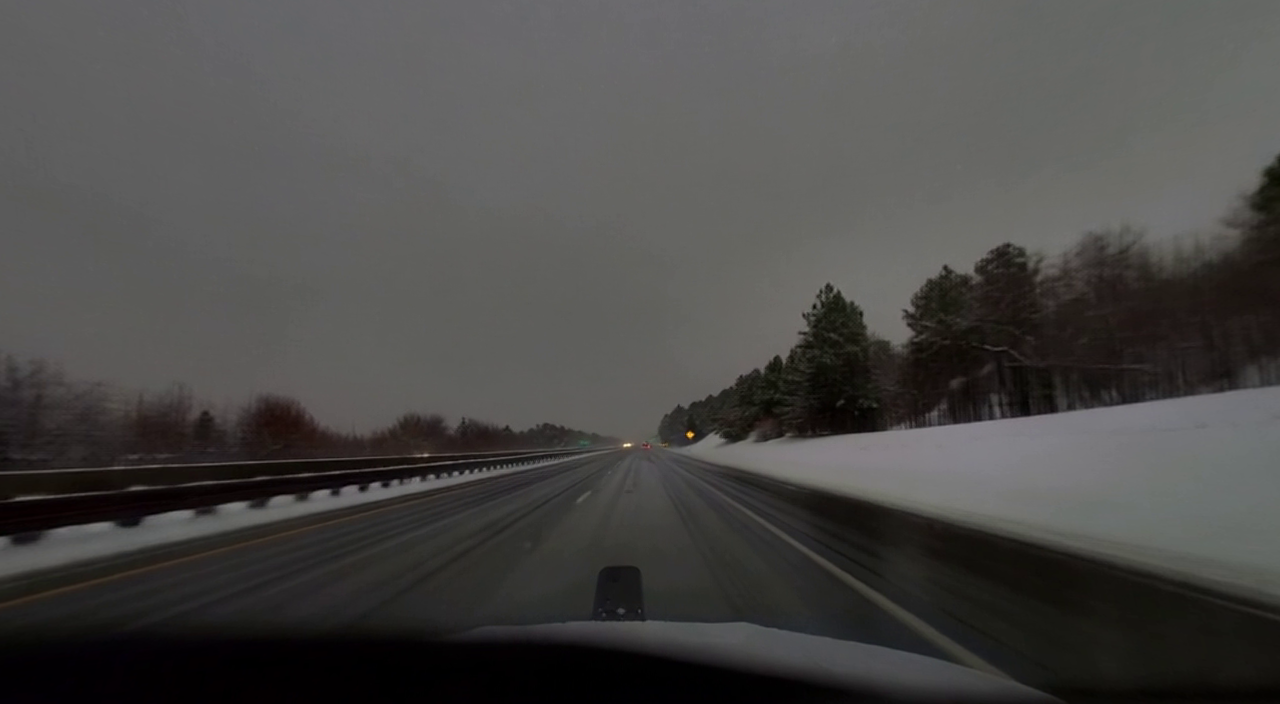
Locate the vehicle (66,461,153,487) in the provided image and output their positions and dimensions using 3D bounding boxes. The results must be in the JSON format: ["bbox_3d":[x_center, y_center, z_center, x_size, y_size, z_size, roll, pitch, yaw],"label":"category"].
[{"bbox_3d":[-35.992,8.289,42.894,1.805,1.533,4.670,0,-9,1],"label":"vehicle"}]
